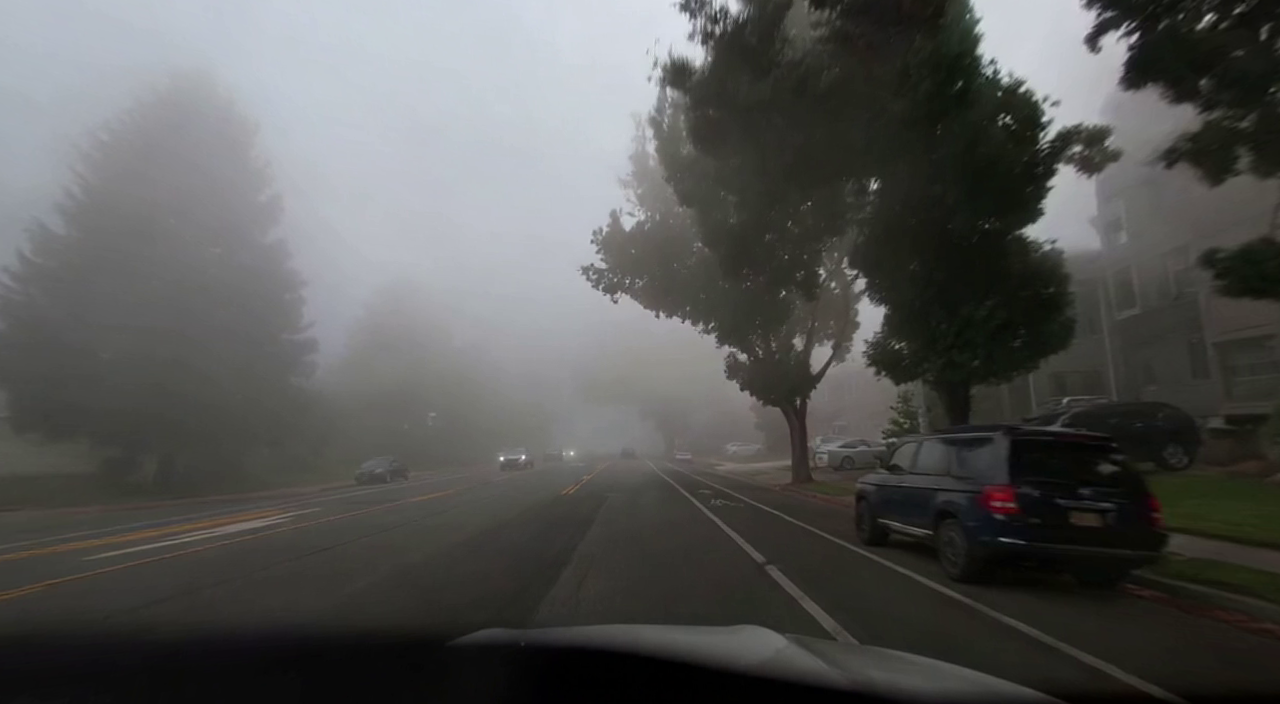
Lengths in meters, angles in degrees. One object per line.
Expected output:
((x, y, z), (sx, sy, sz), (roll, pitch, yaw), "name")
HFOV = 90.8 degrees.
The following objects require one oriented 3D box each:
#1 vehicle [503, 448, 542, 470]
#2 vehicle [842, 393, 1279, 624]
((-8.543, 7.805, 46.310), (1.973, 1.509, 4.651), (0, -8, 0), "vehicle")
((4.345, 1.613, 7.551), (2.166, 1.858, 4.667), (0, -8, -2), "vehicle")
